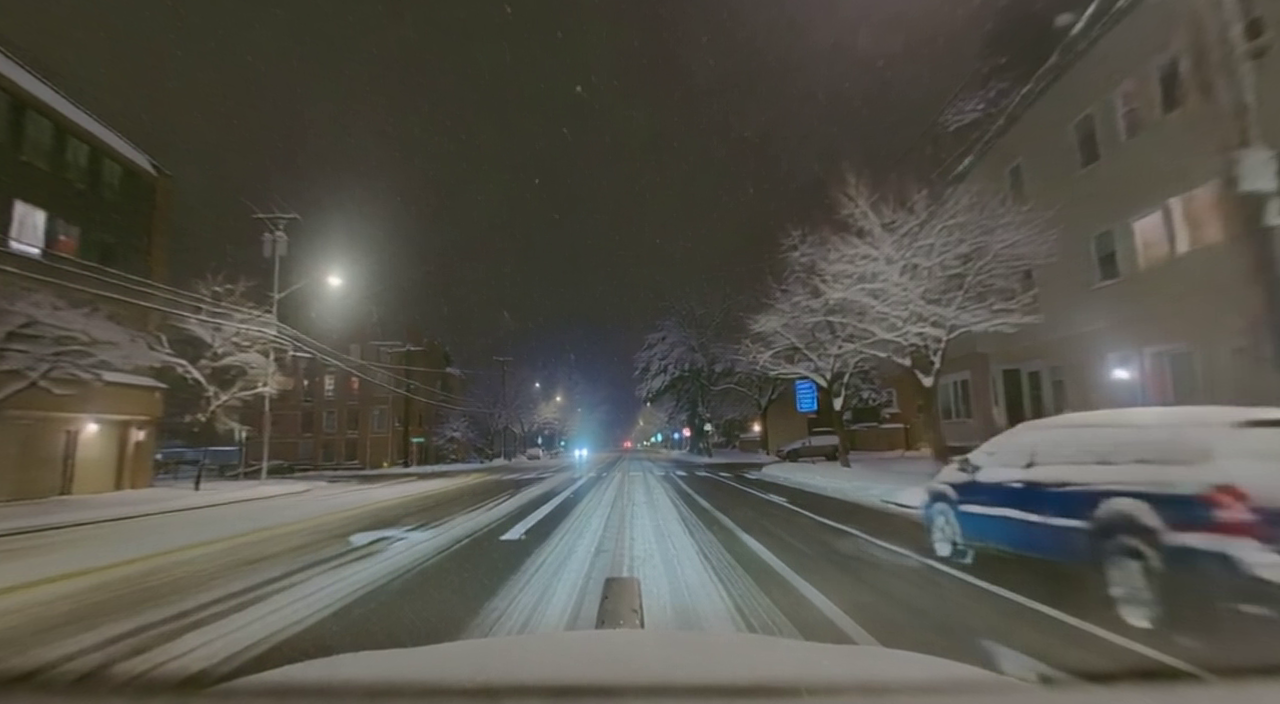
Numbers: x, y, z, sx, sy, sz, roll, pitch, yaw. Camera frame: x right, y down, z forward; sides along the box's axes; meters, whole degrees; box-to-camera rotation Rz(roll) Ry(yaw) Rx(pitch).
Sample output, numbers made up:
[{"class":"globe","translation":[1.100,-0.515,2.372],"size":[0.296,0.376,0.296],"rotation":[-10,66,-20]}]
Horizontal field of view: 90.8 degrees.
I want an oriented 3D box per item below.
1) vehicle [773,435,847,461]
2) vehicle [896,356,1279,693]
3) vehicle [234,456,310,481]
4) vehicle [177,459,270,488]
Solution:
[{"class":"vehicle","translation":[11.567,6.569,43.216],"size":[4.406,1.738,2.020],"rotation":[0,-8,0]},{"class":"vehicle","translation":[4.477,1.292,5.898],"size":[2.052,1.859,4.778],"rotation":[0,-8,-2]},{"class":"vehicle","translation":[-25.874,8.159,44.479],"size":[4.185,1.550,1.937],"rotation":[-1,-6,3]},{"class":"vehicle","translation":[-22.572,6.578,34.307],"size":[3.687,1.465,1.855],"rotation":[0,-8,-1]}]
